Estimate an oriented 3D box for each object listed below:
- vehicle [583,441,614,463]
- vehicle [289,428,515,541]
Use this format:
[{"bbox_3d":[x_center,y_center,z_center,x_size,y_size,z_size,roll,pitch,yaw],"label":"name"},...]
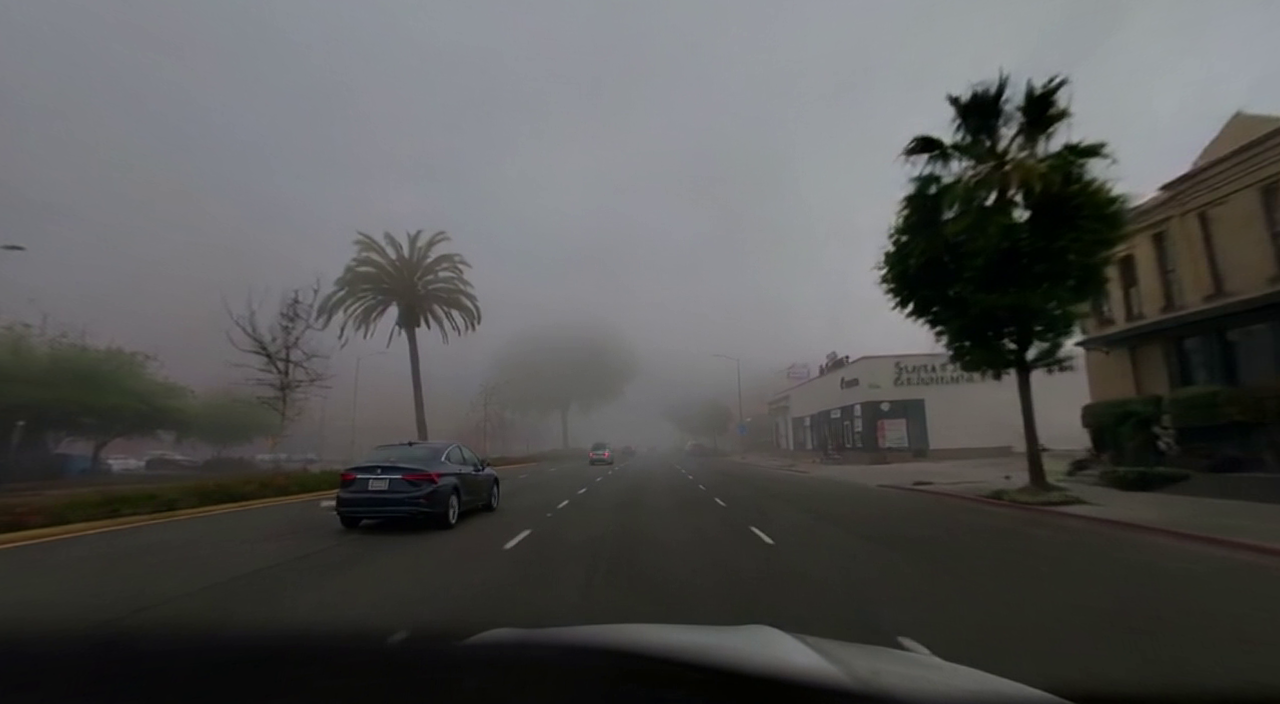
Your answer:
[{"bbox_3d":[-3.194,7.738,48.885,2.024,1.636,4.121,0,-9,1],"label":"vehicle"},{"bbox_3d":[-3.666,2.120,10.776,2.032,1.511,4.424,0,-9,2],"label":"vehicle"}]
